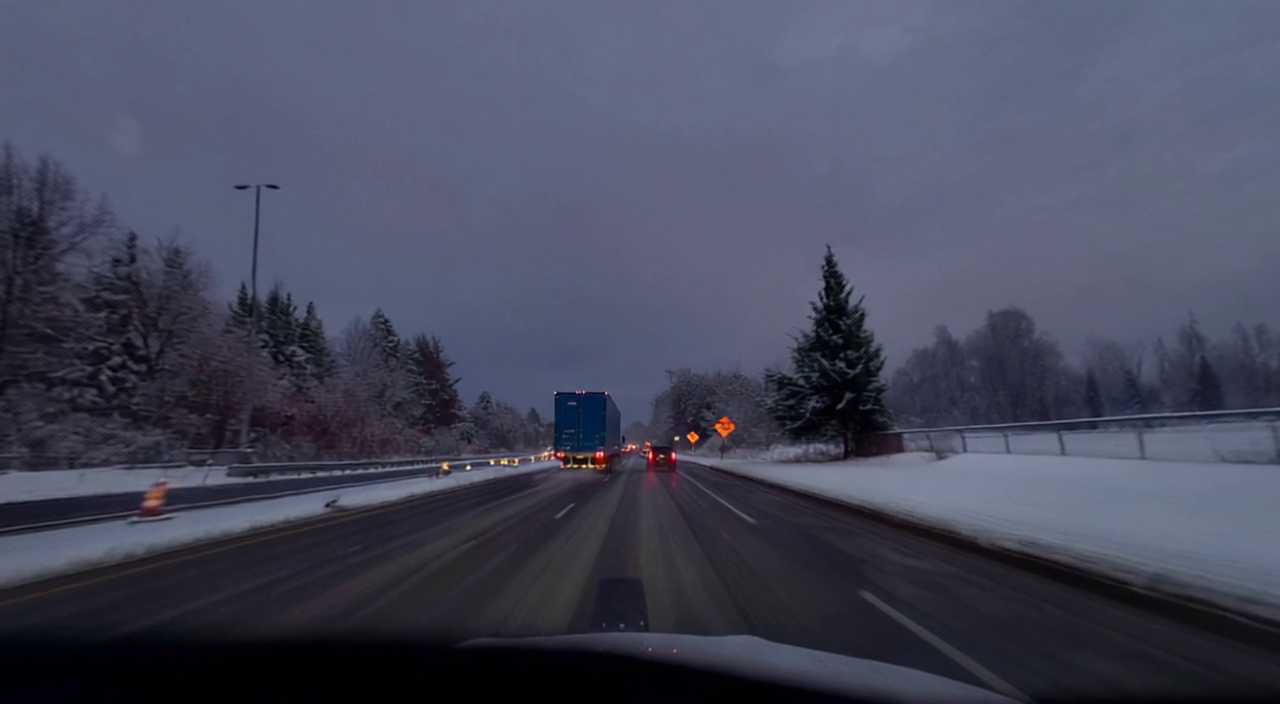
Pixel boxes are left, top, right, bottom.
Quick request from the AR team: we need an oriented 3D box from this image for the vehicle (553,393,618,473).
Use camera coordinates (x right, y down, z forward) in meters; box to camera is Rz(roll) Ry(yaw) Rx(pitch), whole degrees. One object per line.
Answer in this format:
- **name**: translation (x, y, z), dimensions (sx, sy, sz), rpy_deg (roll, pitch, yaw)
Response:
- **vehicle**: translation (-3.039, 5.299, 40.179), dimensions (2.906, 4.115, 15.715), rpy_deg (0, -8, 0)

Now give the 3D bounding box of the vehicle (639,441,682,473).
- **vehicle**: translation (1.089, 5.905, 35.748), dimensions (2.304, 1.675, 4.462), rpy_deg (0, -8, 0)
